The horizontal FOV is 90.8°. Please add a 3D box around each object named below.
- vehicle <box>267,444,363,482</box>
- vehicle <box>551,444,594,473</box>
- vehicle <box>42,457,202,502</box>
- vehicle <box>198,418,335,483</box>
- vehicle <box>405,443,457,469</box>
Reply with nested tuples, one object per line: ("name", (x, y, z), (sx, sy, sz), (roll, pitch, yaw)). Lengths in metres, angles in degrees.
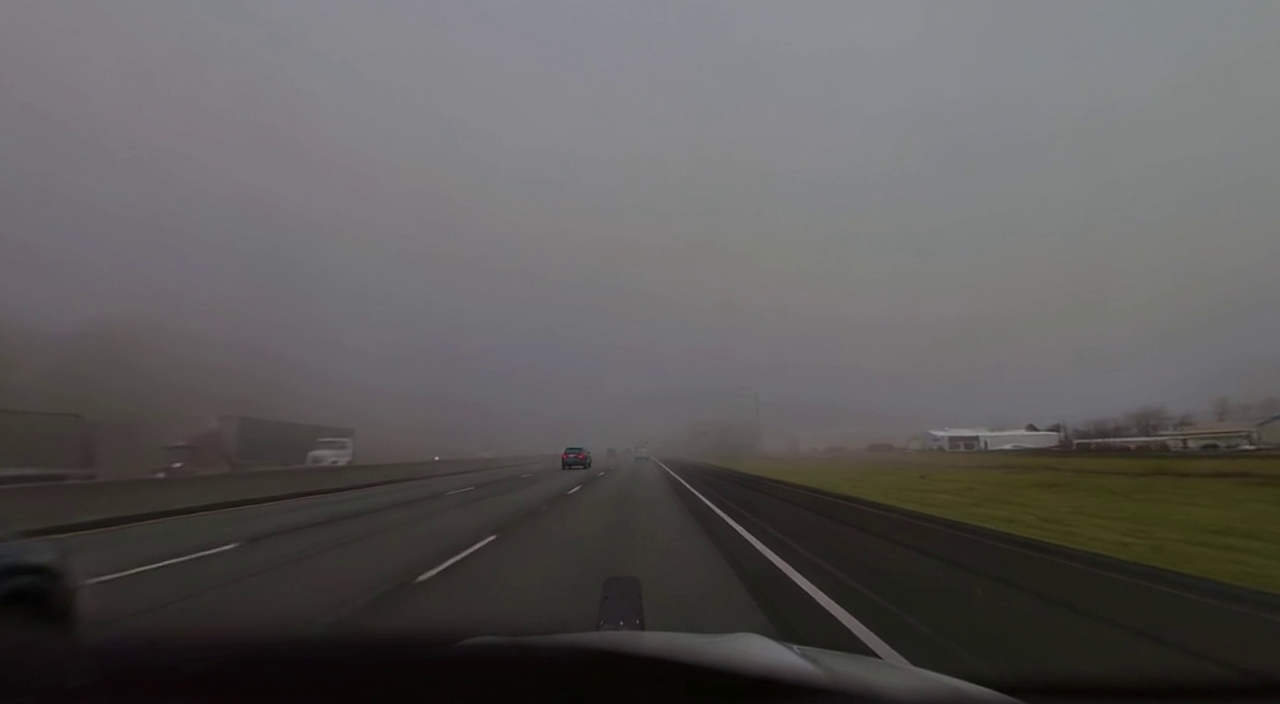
("vehicle", (-15.709, 5.371, 30.862), (2.100, 1.678, 4.963), (0, -9, -1))
("vehicle", (-3.804, 6.065, 36.246), (1.954, 1.541, 4.079), (0, -9, 1))
("vehicle", (-19.255, 4.727, 23.828), (1.947, 1.459, 4.851), (0, -9, 0))
("vehicle", (-23.747, 6.421, 41.026), (3.167, 3.707, 9.297), (-1, -9, 0))
("vehicle", (-15.556, 7.744, 47.159), (2.204, 1.768, 4.787), (0, -9, 0))
